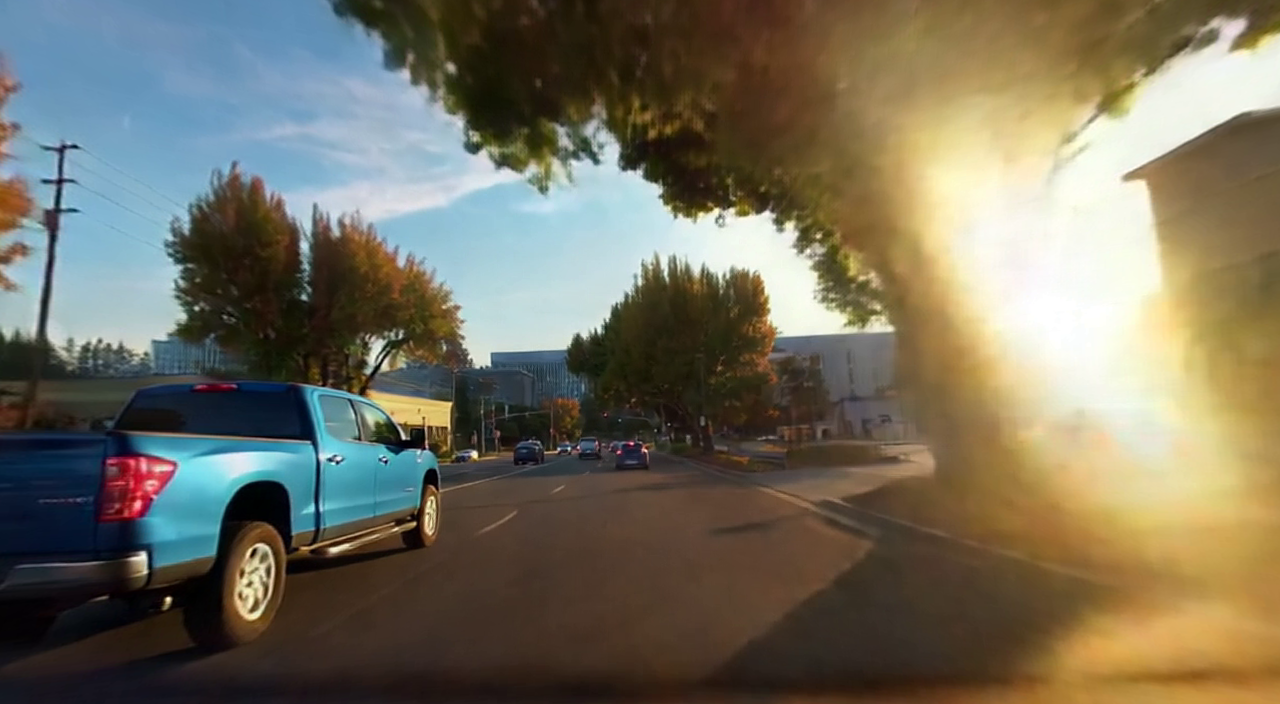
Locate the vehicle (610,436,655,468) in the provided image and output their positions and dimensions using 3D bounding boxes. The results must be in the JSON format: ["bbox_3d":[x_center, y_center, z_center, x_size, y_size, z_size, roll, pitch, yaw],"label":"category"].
[{"bbox_3d":[-0.356,5.219,32.890,2.191,1.530,4.470,0,-8,0],"label":"vehicle"}]

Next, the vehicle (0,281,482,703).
[{"bbox_3d":[-3.740,1.220,5.918,2.552,2.079,6.810,0,-8,2],"label":"vehicle"}]

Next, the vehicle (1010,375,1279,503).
[{"bbox_3d":[8.918,1.455,10.553,5.109,1.735,1.997,4,-9,-25],"label":"vehicle"}]

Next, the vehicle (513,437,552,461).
[{"bbox_3d":[-8.463,7.680,49.803,2.146,1.788,5.153,0,-8,1],"label":"vehicle"}]
